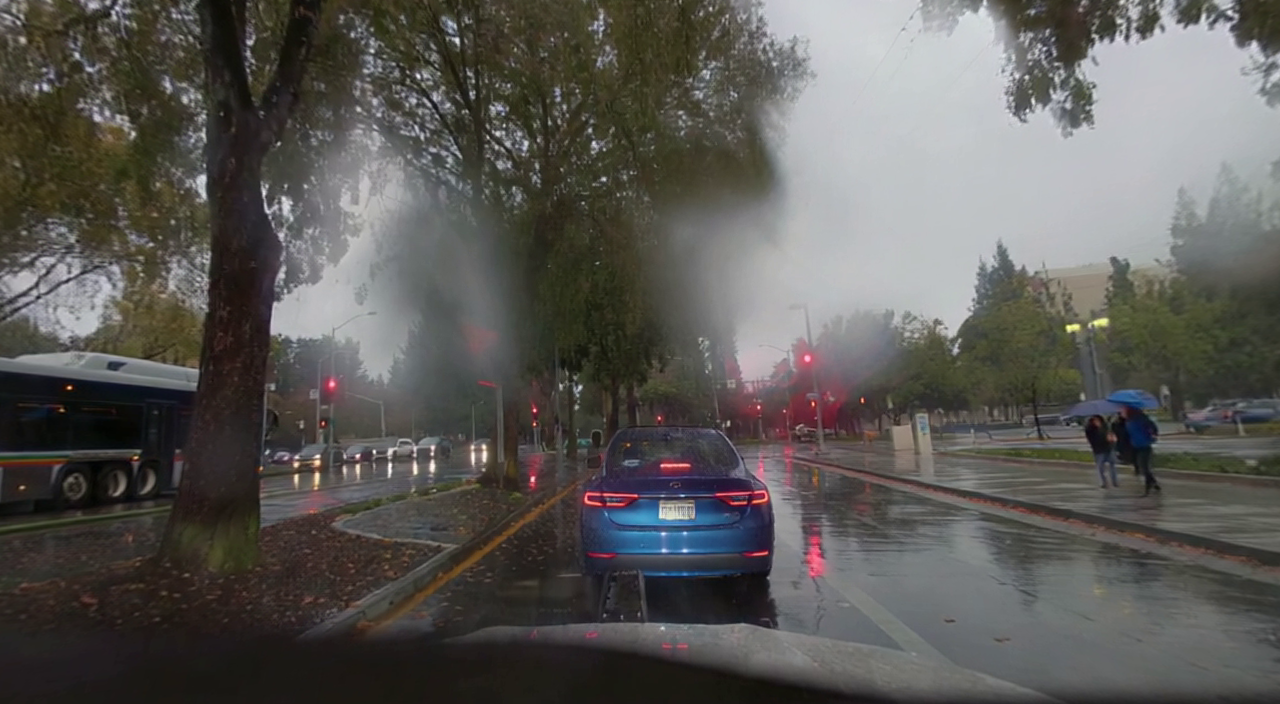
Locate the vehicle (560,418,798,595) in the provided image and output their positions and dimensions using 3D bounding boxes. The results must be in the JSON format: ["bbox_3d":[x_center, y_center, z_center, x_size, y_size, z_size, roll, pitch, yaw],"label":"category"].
[{"bbox_3d":[0.371,1.612,7.393,2.035,1.499,3.799,0,-8,1],"label":"vehicle"}]
